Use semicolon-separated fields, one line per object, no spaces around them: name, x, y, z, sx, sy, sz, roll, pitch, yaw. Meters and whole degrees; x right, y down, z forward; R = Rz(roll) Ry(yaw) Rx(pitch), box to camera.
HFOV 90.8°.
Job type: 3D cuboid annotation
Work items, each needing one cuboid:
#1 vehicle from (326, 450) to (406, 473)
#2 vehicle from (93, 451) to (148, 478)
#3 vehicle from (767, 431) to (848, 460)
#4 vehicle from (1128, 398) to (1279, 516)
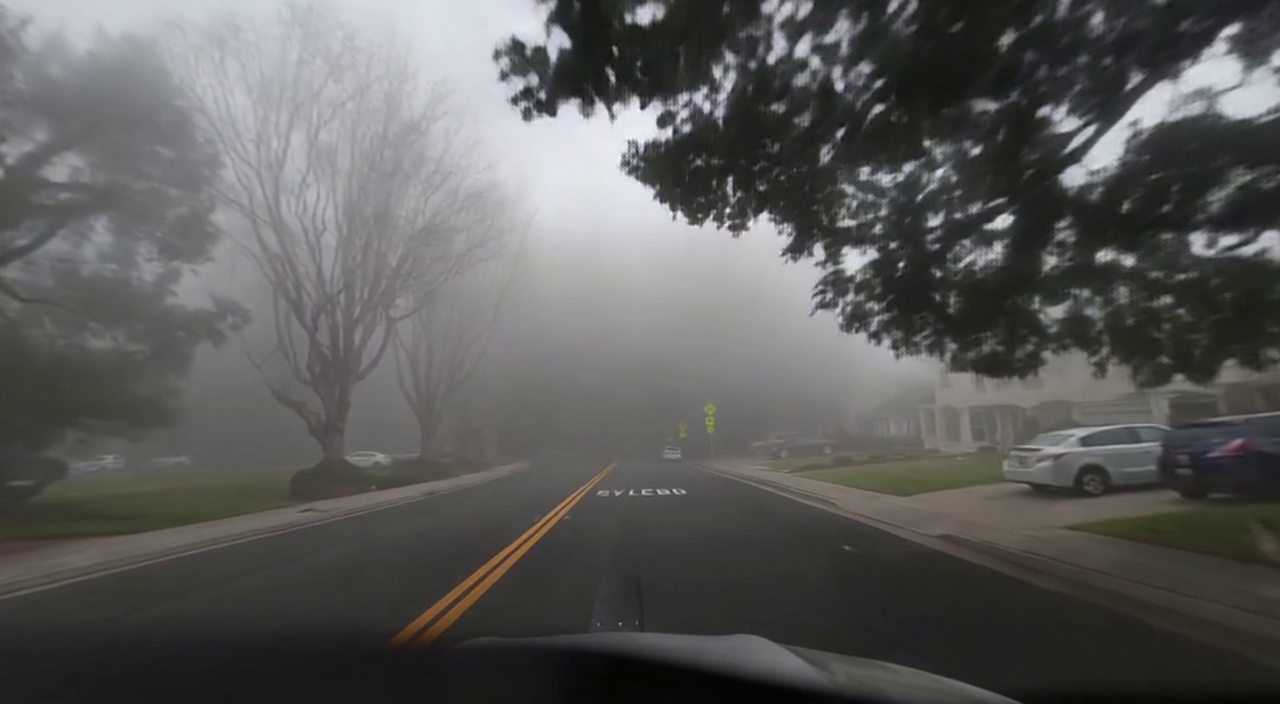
vehicle;-19.132;7.659;44.253;4.691;1.483;1.955;8;-12;-44
vehicle;-35.899;7.782;43.626;4.938;1.720;1.926;-9;-14;40
vehicle;11.074;6.237;42.031;4.750;1.658;1.902;-2;-10;0
vehicle;10.576;1.584;10.100;3.933;1.645;1.832;-2;-8;-2
